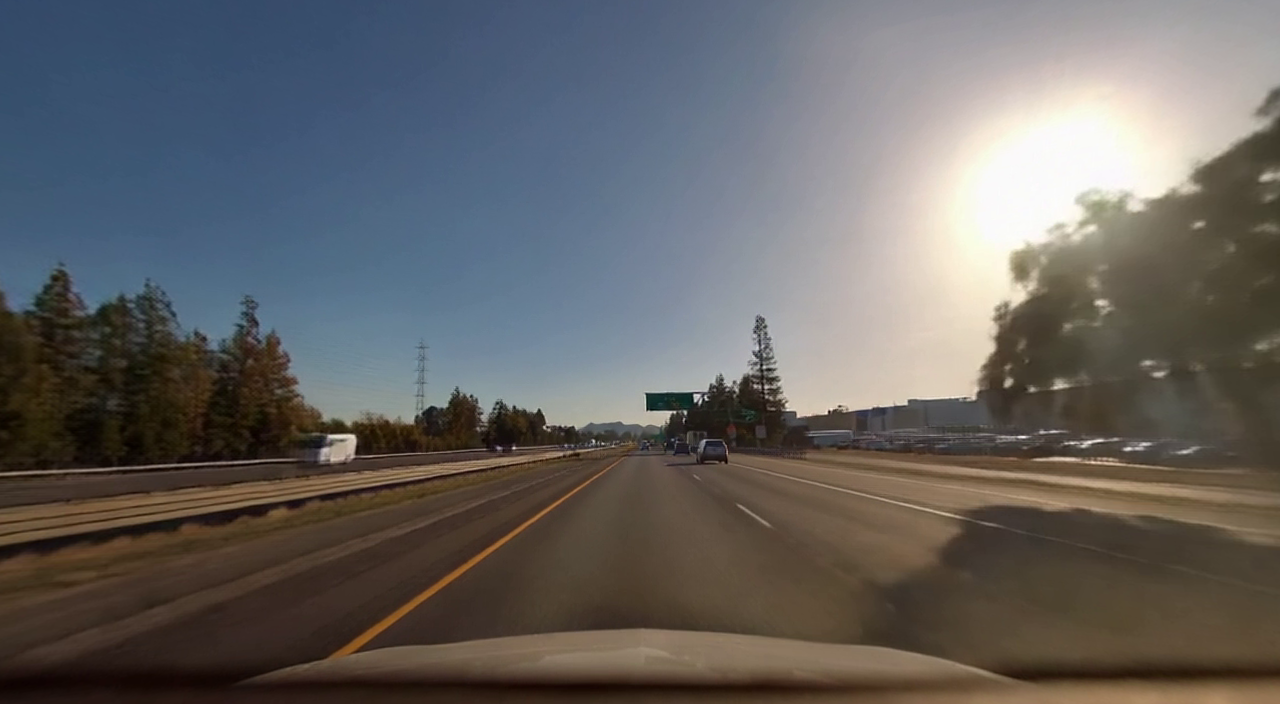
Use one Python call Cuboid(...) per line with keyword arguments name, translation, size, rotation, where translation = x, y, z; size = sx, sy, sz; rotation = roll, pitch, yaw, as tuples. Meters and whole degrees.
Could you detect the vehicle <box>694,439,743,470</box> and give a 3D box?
Cuboid(name="vehicle", translation=(4.103, 5.443, 33.623), size=(2.062, 1.518, 4.026), rotation=(0, -8, -1))
